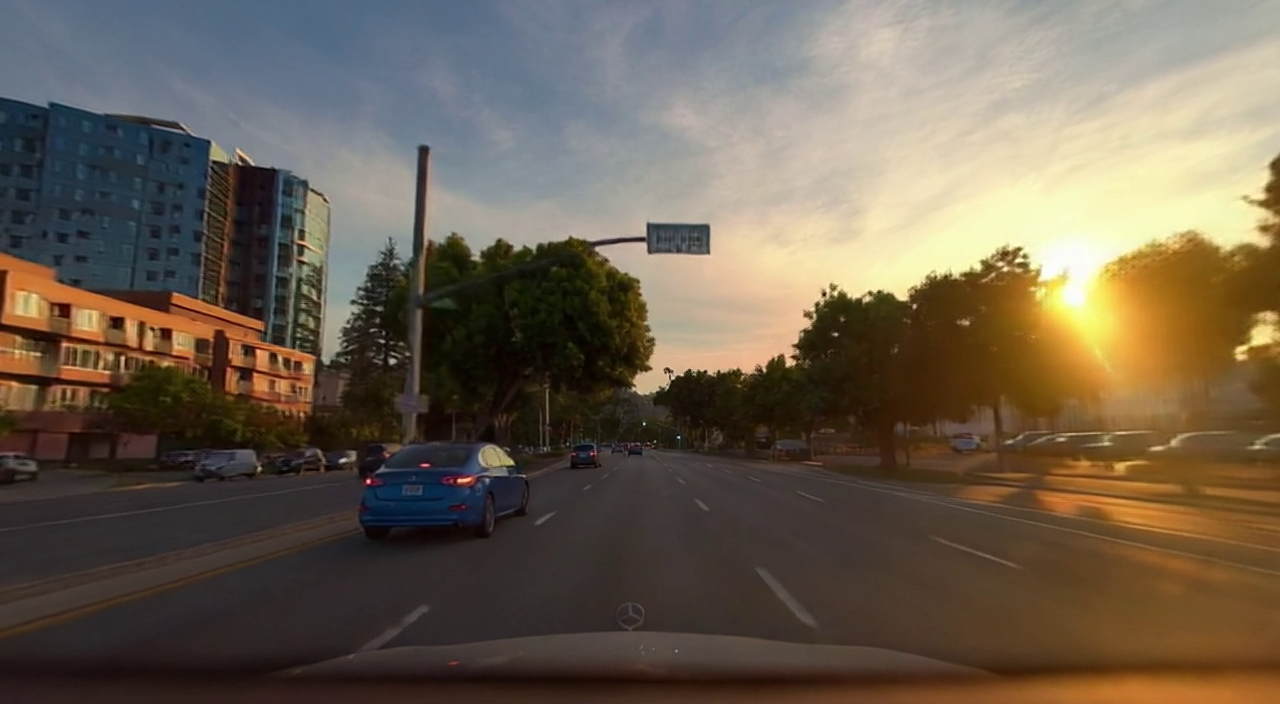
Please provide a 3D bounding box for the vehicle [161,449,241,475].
[{"bbox_3d":[-28.179,7.052,40.640,1.857,1.539,4.760,0,-8,-2],"label":"vehicle"}]

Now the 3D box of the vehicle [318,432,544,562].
[{"bbox_3d":[-3.006,2.150,10.219,2.009,1.489,4.543,-4,-8,1],"label":"vehicle"}]
